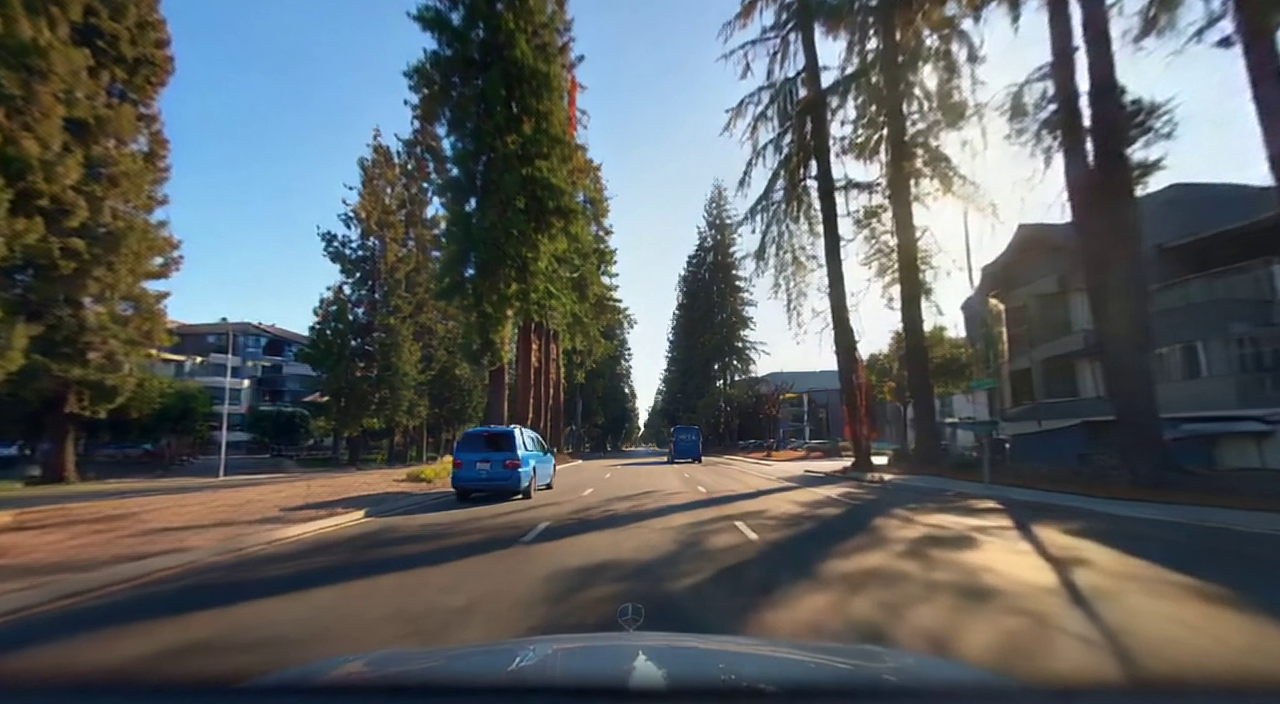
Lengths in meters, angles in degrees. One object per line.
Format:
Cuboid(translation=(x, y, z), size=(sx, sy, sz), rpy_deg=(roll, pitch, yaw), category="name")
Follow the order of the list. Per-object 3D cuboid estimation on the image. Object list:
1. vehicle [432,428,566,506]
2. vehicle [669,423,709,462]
Cuboid(translation=(-3.192, 2.715, 15.368), size=(2.129, 1.602, 4.532), rpy_deg=(0, -8, 1), category="vehicle")
Cuboid(translation=(3.556, 6.748, 46.967), size=(2.349, 2.671, 5.744), rpy_deg=(0, -8, -1), category="vehicle")
